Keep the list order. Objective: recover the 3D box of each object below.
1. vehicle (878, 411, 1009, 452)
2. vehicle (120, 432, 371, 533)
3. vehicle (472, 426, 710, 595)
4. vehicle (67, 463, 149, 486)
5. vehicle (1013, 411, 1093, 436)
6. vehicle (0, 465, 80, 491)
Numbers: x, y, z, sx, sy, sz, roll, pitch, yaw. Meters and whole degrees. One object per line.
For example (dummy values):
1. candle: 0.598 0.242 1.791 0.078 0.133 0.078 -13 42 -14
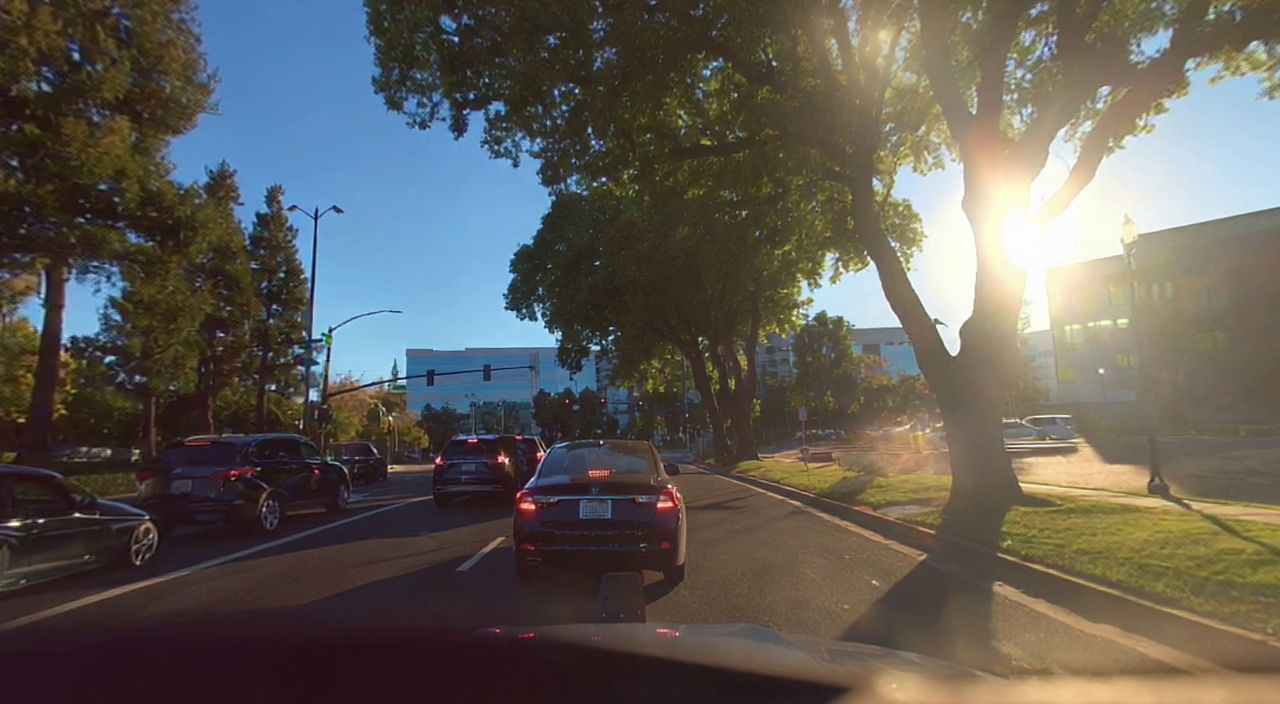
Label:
1. vehicle: 13.927 3.704 29.228 4.975 1.809 1.956 0 -9 1
2. vehicle: -7.274 2.429 12.355 2.096 1.593 4.288 0 -9 1
3. vehicle: -0.420 1.711 7.631 2.104 1.472 3.946 0 -9 0
4. vehicle: -36.410 8.387 43.301 3.918 1.423 1.861 0 -9 1
5. vehicle: 30.246 5.264 46.446 4.627 1.671 1.929 -5 -10 28
6. vehicle: -36.619 7.550 37.935 4.093 1.440 1.804 0 -9 -2
